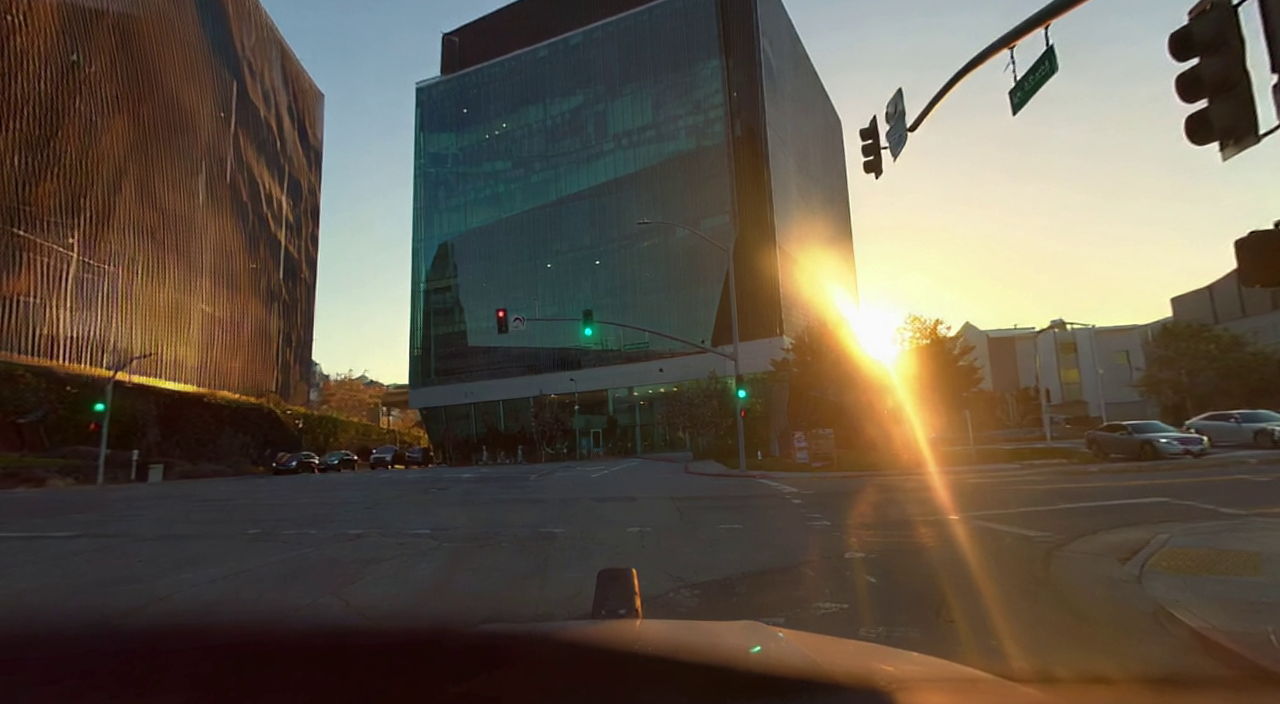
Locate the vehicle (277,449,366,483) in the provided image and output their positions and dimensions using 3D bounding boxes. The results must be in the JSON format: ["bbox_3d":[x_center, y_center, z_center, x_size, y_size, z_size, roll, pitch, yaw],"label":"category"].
[{"bbox_3d":[-14.804,5.299,29.573,1.790,1.437,4.349,0,-9,2],"label":"vehicle"}]

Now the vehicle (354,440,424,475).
[{"bbox_3d":[-14.877,6.292,37.688,2.091,1.915,5.040,0,-9,0],"label":"vehicle"}]

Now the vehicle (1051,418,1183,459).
[{"bbox_3d":[19.075,3.520,25.494,1.834,1.480,4.458,0,-9,-1],"label":"vehicle"}]

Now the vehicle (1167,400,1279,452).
[{"bbox_3d":[24.414,3.020,25.173,2.109,1.836,5.080,-2,-10,-1],"label":"vehicle"}]

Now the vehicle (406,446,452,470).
[{"bbox_3d":[-15.119,7.603,45.297,1.932,1.605,4.146,1,-9,-1],"label":"vehicle"}]
